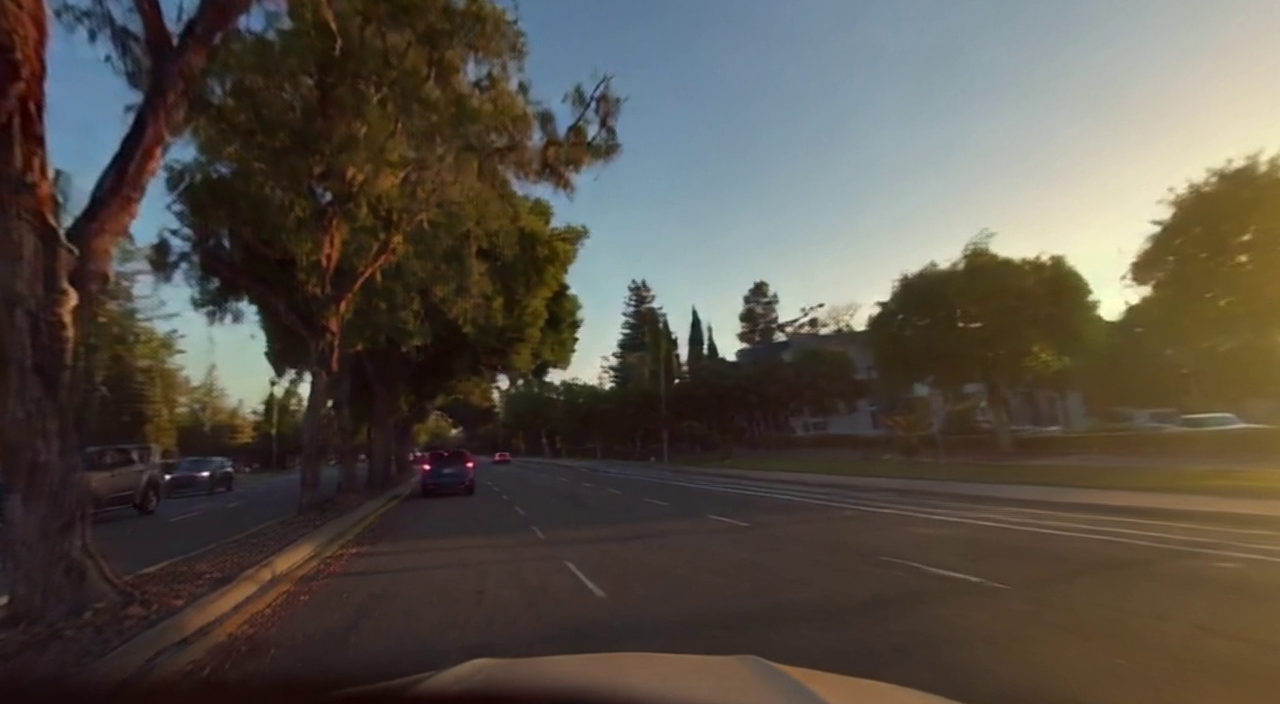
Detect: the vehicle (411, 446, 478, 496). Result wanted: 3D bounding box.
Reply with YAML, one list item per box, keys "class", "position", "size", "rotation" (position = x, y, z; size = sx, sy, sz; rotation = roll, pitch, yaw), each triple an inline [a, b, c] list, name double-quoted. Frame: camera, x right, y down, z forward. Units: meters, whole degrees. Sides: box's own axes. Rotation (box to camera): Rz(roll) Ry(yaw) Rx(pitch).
- class: "vehicle"
  position: [-7.112, 4.257, 23.067]
  size: [2.093, 1.591, 4.247]
  rotation: [2, -8, -17]

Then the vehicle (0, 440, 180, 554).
- class: "vehicle"
  position: [-12.829, 3.065, 14.196]
  size: [2.386, 2.101, 4.923]
  rotation: [2, -8, -16]

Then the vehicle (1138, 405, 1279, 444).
- class: "vehicle"
  position: [23.866, 3.085, 26.537]
  size: [4.220, 1.519, 2.560]
  rotation: [2, -8, -17]
